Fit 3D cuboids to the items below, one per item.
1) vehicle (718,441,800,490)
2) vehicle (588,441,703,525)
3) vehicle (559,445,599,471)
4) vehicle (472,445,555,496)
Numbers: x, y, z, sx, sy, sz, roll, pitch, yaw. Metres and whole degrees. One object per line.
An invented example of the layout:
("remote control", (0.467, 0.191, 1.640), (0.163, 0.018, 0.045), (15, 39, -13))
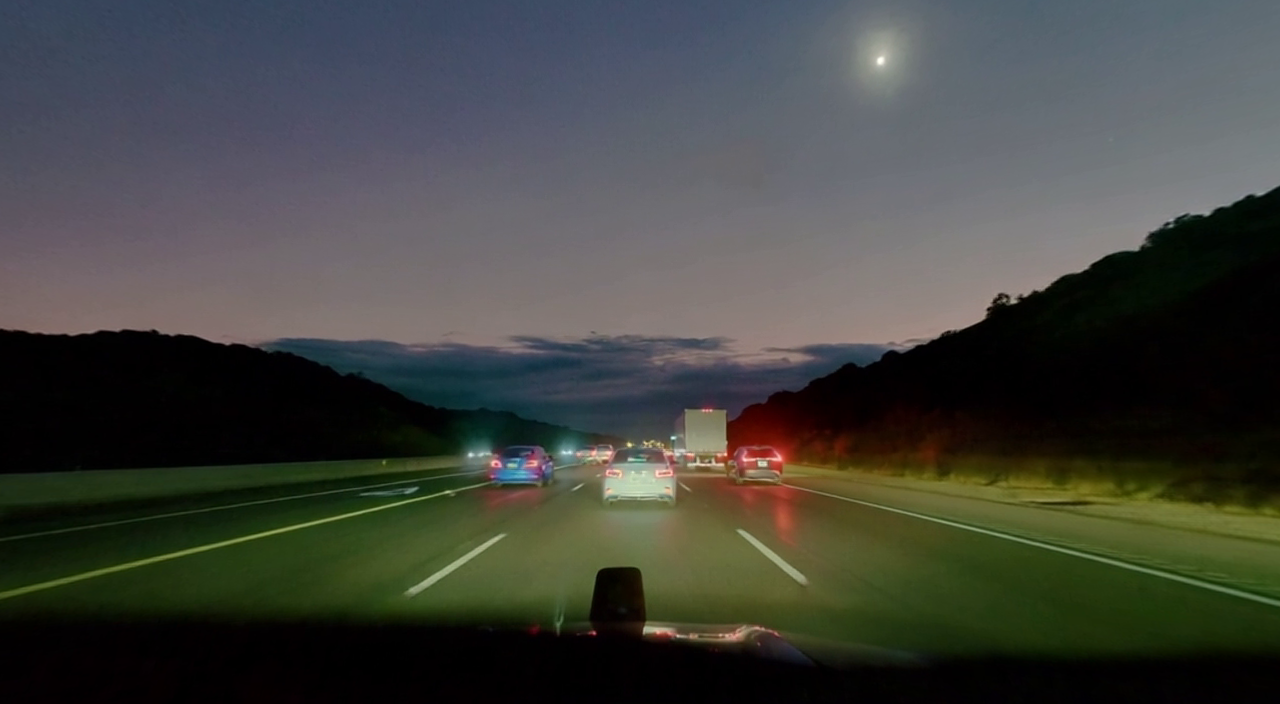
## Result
("vehicle", (4.129, 4.037, 22.751), (2.029, 1.579, 4.484), (0, -9, -1))
("vehicle", (0.103, 2.623, 13.088), (2.041, 1.484, 3.535), (0, -9, 0))
("vehicle", (-4.069, 7.213, 42.979), (2.211, 1.669, 4.224), (0, -9, 1))
("vehicle", (-4.033, 3.856, 20.821), (1.848, 1.486, 3.832), (0, -9, 1))
